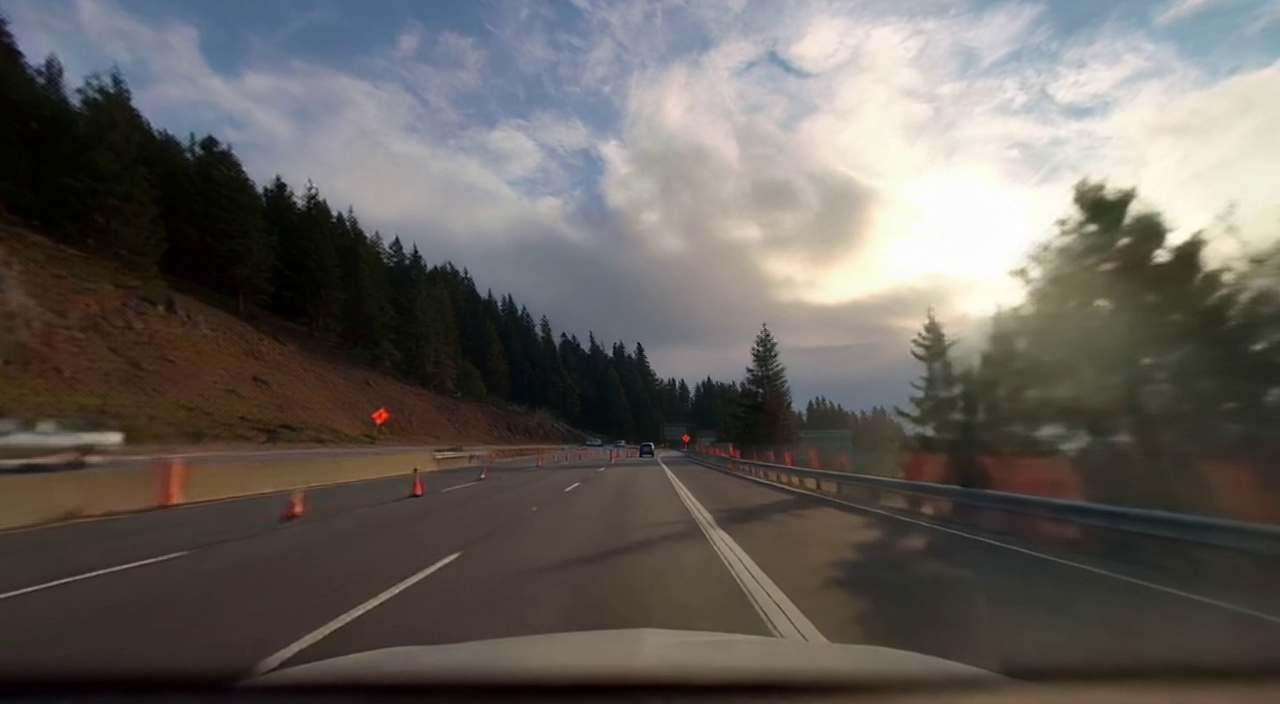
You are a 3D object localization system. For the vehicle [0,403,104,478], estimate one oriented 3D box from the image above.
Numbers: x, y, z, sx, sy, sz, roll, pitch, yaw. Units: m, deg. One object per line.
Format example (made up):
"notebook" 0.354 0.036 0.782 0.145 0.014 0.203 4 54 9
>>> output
"vehicle" -17.959 2.345 16.695 2.266 1.970 5.815 0 -9 2
